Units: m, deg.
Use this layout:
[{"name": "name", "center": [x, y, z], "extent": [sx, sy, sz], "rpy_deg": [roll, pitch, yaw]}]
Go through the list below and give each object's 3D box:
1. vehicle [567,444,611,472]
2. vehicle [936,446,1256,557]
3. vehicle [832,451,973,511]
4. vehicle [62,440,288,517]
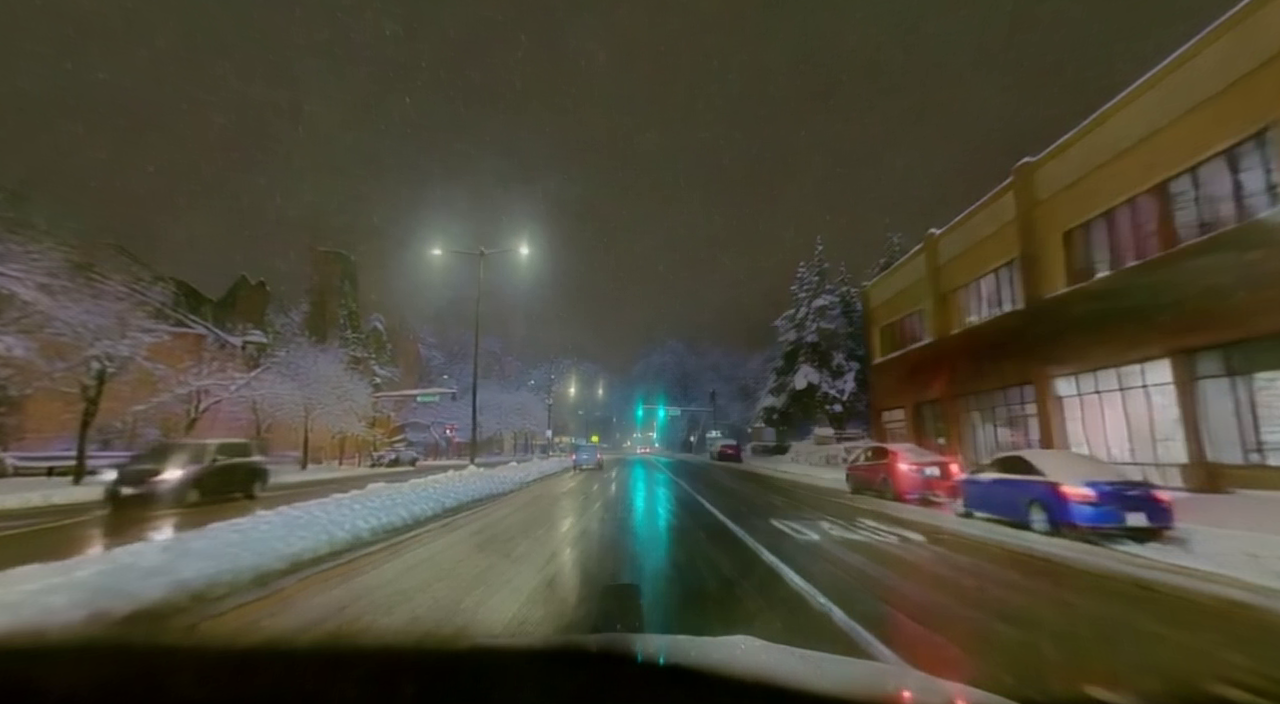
[{"name": "vehicle", "center": [-2.825, 5.961, 35.599], "extent": [2.078, 1.471, 4.217], "rpy_deg": [0, -9, 0]}, {"name": "vehicle", "center": [7.392, 2.417, 11.079], "extent": [1.968, 1.493, 4.878], "rpy_deg": [0, -9, 0]}, {"name": "vehicle", "center": [7.269, 3.591, 18.049], "extent": [2.009, 1.429, 4.562], "rpy_deg": [0, -9, -1]}, {"name": "vehicle", "center": [-10.375, 2.822, 14.560], "extent": [2.051, 1.492, 4.132], "rpy_deg": [0, -9, 0]}]
